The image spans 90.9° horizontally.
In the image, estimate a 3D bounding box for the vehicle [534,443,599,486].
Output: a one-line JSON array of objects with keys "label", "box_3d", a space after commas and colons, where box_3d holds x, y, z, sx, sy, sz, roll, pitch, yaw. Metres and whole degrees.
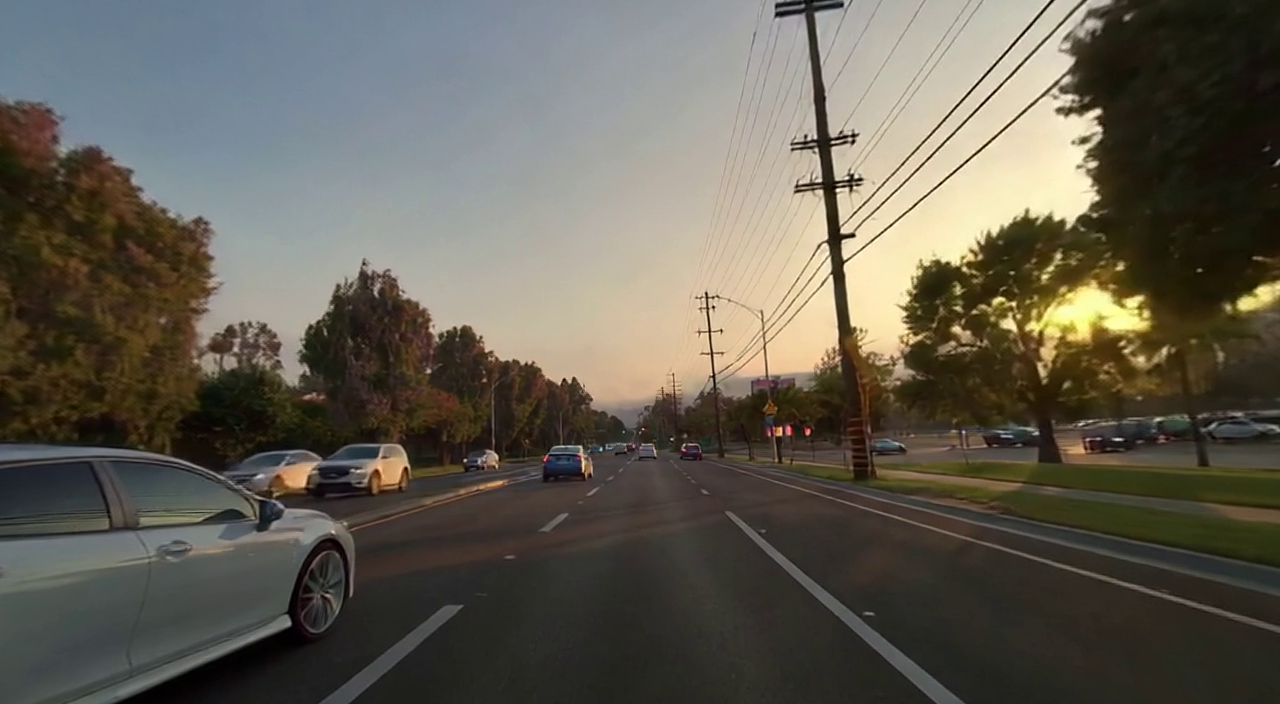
[{"label": "vehicle", "box_3d": [-2.701, 4.246, 24.077, 1.982, 1.451, 4.152, 0, -9, 0]}]

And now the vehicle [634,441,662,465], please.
[{"label": "vehicle", "box_3d": [0.610, 7.906, 49.624, 2.155, 1.781, 3.977, 0, -9, 0]}]

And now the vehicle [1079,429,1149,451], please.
[{"label": "vehicle", "box_3d": [34.208, 6.342, 45.463, 4.290, 1.547, 1.899, 3, -9, -21]}]

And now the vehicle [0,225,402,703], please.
[{"label": "vehicle", "box_3d": [-3.041, 0.645, 1.926, 2.381, 1.961, 5.563, 0, -9, 1]}]

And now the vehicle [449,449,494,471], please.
[{"label": "vehicle", "box_3d": [-12.376, 7.973, 46.612, 2.089, 1.489, 4.426, 0, -9, 1]}]
